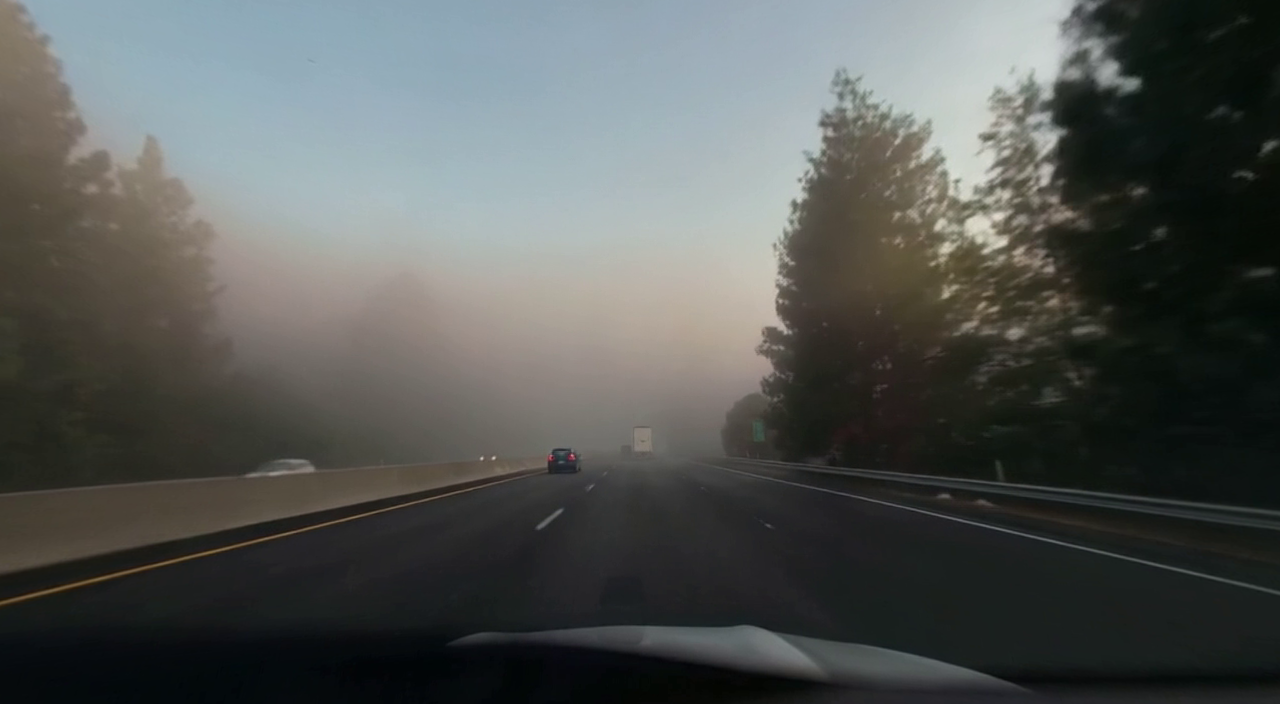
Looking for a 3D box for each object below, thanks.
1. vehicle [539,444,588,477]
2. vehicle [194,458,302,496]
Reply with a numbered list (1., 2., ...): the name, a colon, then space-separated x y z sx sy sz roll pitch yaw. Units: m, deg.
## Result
1. vehicle: -3.824 5.508 32.177 2.018 1.548 3.849 0 -9 0
2. vehicle: -16.895 5.383 27.504 1.813 1.419 4.392 -1 -9 1
